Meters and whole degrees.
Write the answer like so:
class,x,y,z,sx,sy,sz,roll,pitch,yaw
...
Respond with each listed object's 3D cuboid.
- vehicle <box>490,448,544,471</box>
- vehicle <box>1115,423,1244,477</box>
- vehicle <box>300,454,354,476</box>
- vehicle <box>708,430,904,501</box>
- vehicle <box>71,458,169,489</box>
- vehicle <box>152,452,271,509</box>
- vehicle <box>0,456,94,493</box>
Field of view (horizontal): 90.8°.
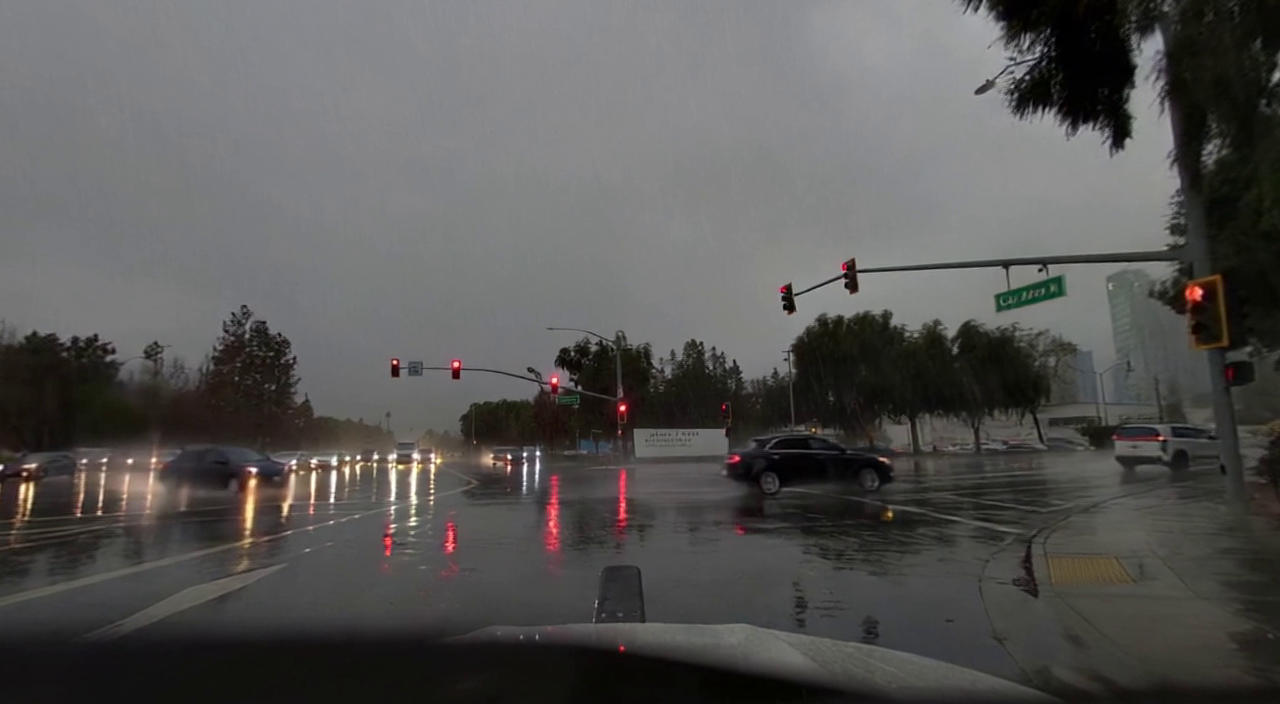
class,x,y,z,sx,sy,sz,roll,pitch,yaw
vehicle,-8.474,7.416,43.968,1.989,1.496,4.211,-3,-9,15
vehicle,19.601,3.549,22.909,4.619,1.759,2.101,5,-10,-32
vehicle,-22.515,8.140,45.671,1.999,1.468,4.702,1,-9,-8
vehicle,3.997,2.802,15.766,4.281,1.621,1.903,0,-9,-3
vehicle,-28.379,6.622,34.692,1.965,1.448,4.553,1,-9,-8
vehicle,-13.185,3.827,19.305,4.728,1.471,1.957,-8,-12,43
vehicle,-31.188,6.260,32.652,2.142,1.723,4.692,1,-9,-9
